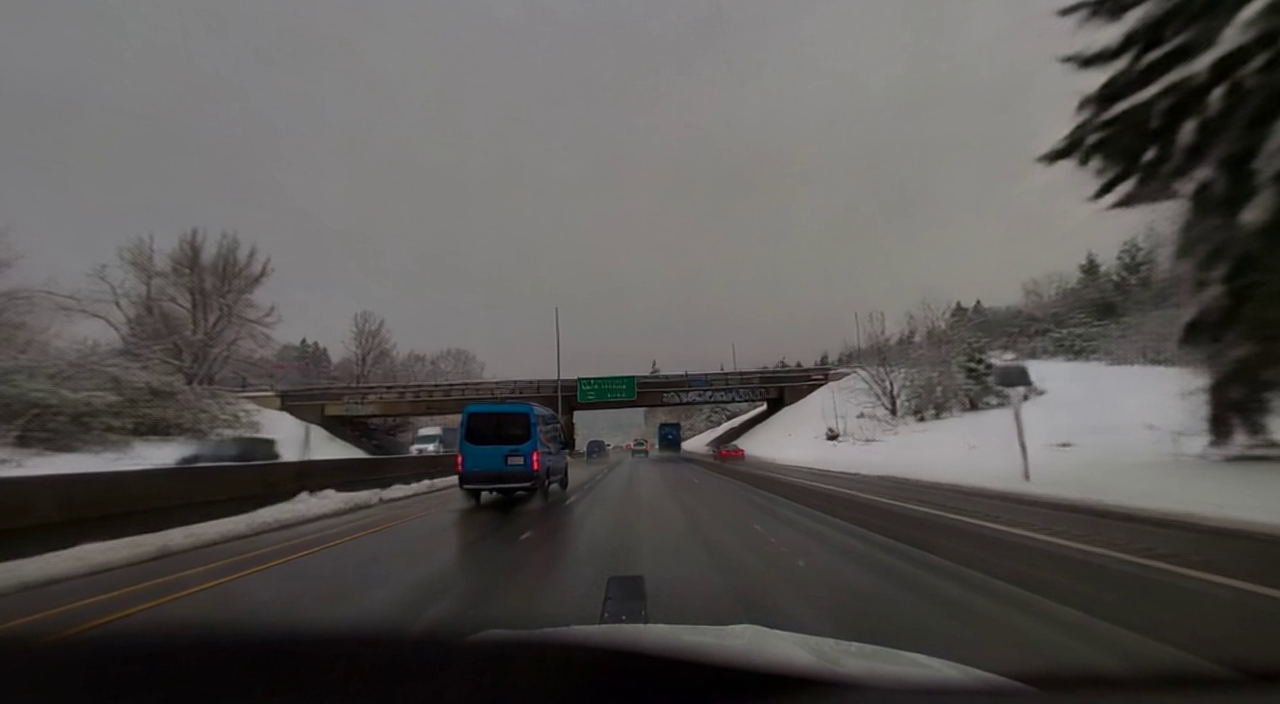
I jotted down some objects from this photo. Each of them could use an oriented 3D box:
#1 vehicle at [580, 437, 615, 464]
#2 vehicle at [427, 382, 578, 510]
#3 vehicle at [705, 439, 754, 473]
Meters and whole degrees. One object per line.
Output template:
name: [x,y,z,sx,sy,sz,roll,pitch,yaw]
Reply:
vehicle: [-3.287,7.737,49.505,2.334,2.051,4.900,0,-9,0]
vehicle: [-3.135,2.396,16.025,2.451,2.627,5.868,0,-9,0]
vehicle: [4.709,5.566,33.843,1.936,1.664,4.198,0,-9,-1]
